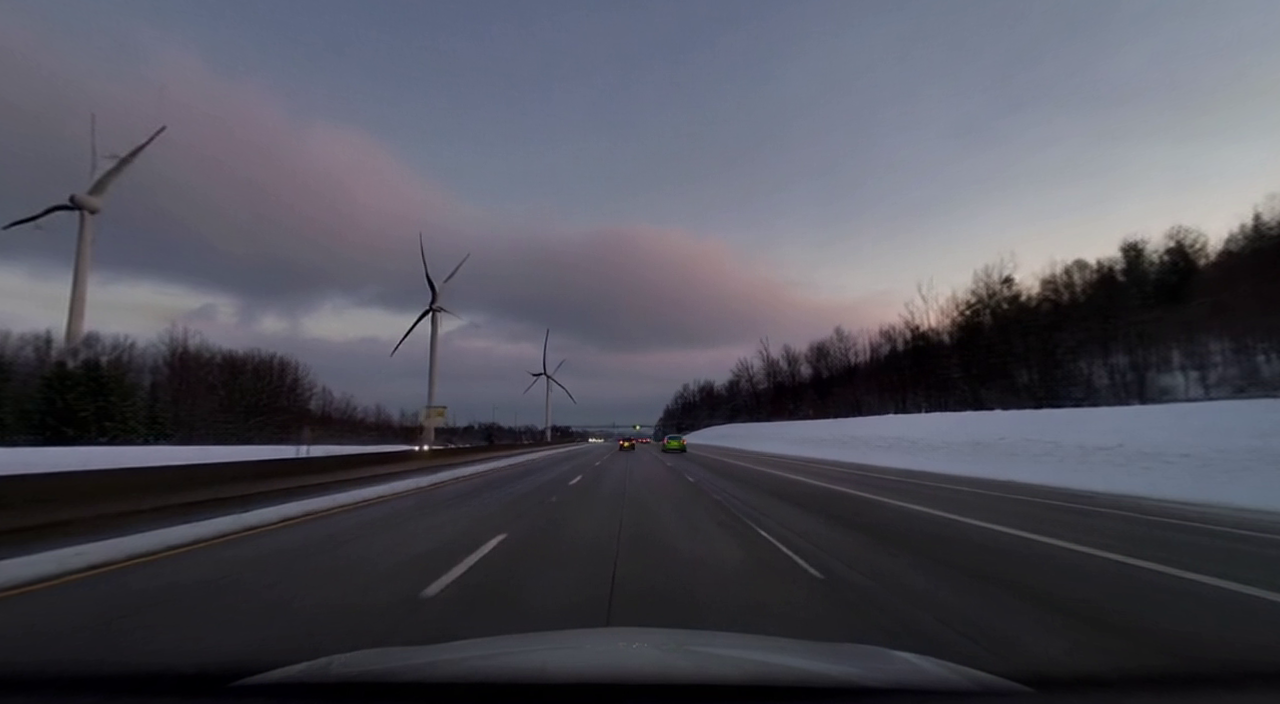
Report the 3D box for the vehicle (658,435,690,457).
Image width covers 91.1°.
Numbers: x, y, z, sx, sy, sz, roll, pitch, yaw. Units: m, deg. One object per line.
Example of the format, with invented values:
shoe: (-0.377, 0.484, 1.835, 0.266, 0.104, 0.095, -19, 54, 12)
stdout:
vehicle: (2.532, 7.068, 47.297, 2.041, 1.551, 3.974, 0, -8, -2)
